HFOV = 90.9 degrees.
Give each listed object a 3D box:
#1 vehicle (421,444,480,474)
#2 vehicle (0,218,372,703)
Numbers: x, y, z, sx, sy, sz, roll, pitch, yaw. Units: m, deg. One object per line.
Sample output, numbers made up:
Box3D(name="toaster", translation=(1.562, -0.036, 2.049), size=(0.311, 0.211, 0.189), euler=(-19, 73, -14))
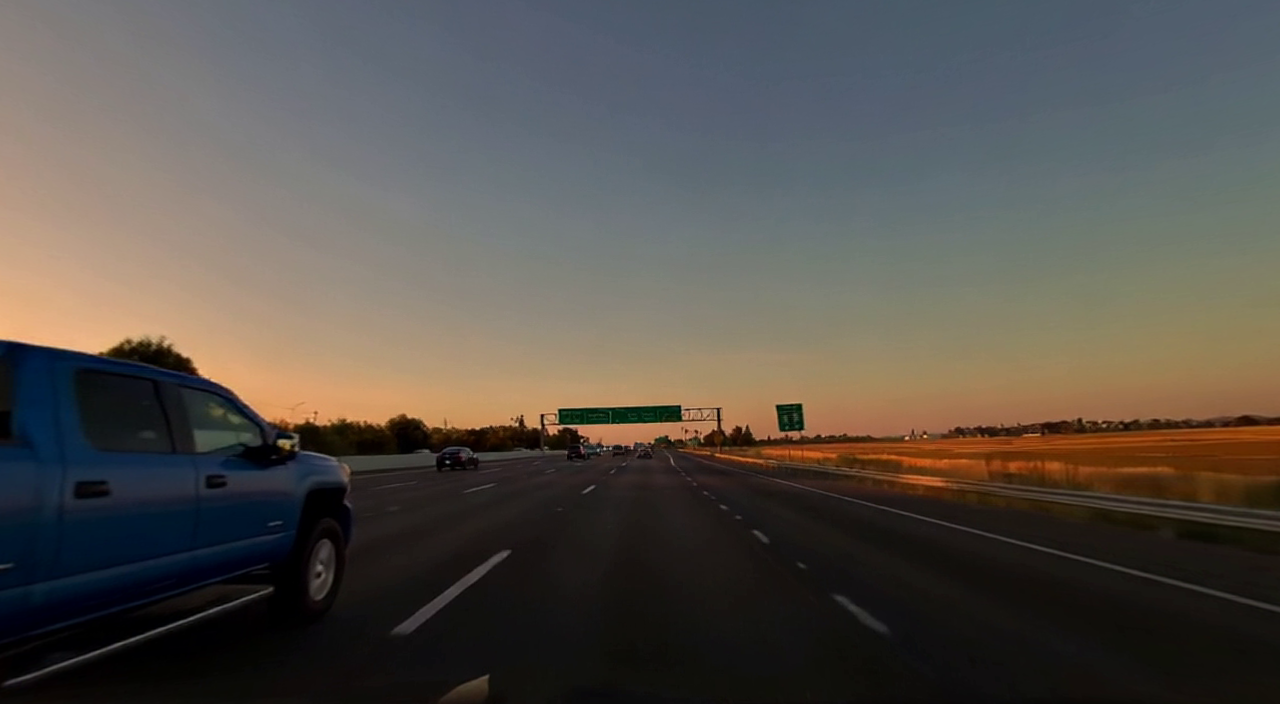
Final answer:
Box3D(name="vehicle", translation=(-10.892, 6.160, 36.584), size=(1.957, 1.565, 4.311), euler=(0, -8, 1))
Box3D(name="vehicle", translation=(-3.644, 0.560, 2.279), size=(2.601, 2.084, 6.068), euler=(0, -8, 1))
